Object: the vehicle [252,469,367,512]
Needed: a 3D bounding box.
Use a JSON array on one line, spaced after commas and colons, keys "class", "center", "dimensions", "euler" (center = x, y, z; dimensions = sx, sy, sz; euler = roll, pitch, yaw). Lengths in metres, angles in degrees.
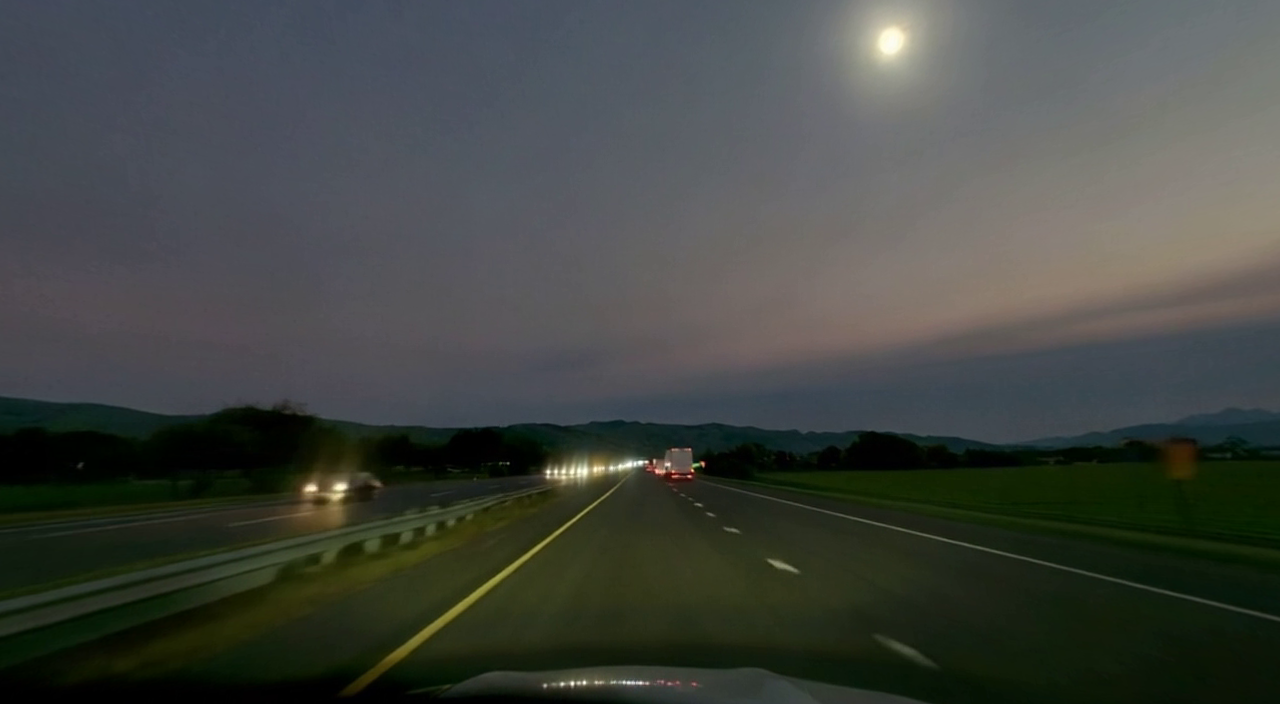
[{"class": "vehicle", "center": [-12.752, 5.352, 24.645], "dimensions": [1.884, 1.497, 4.704], "euler": [0, -10, 1]}]
